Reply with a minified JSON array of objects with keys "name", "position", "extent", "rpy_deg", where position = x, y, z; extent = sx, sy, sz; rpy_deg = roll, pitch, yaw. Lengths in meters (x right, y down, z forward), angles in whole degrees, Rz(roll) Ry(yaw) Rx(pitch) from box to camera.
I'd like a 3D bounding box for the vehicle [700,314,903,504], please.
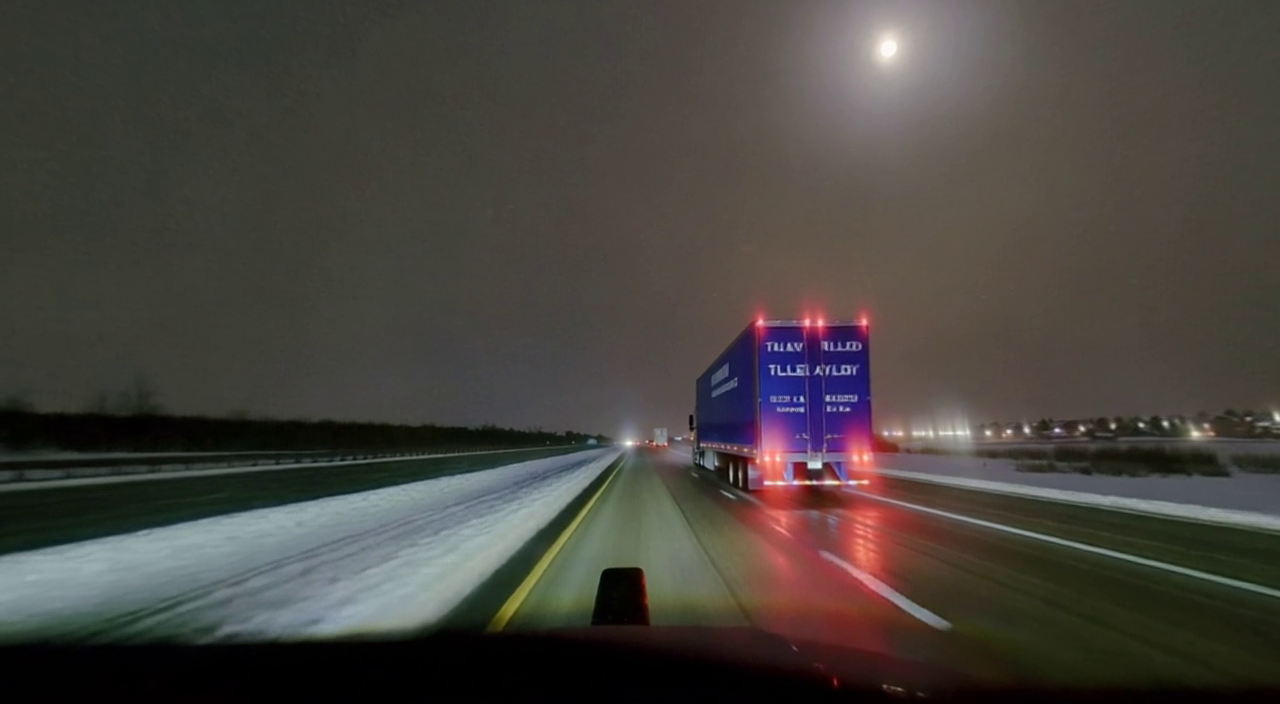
[{"name":"vehicle","position":[4.098,2.196,20.564],"extent":[3.006,4.093,14.142],"rpy_deg":[0,-8,0]}]
